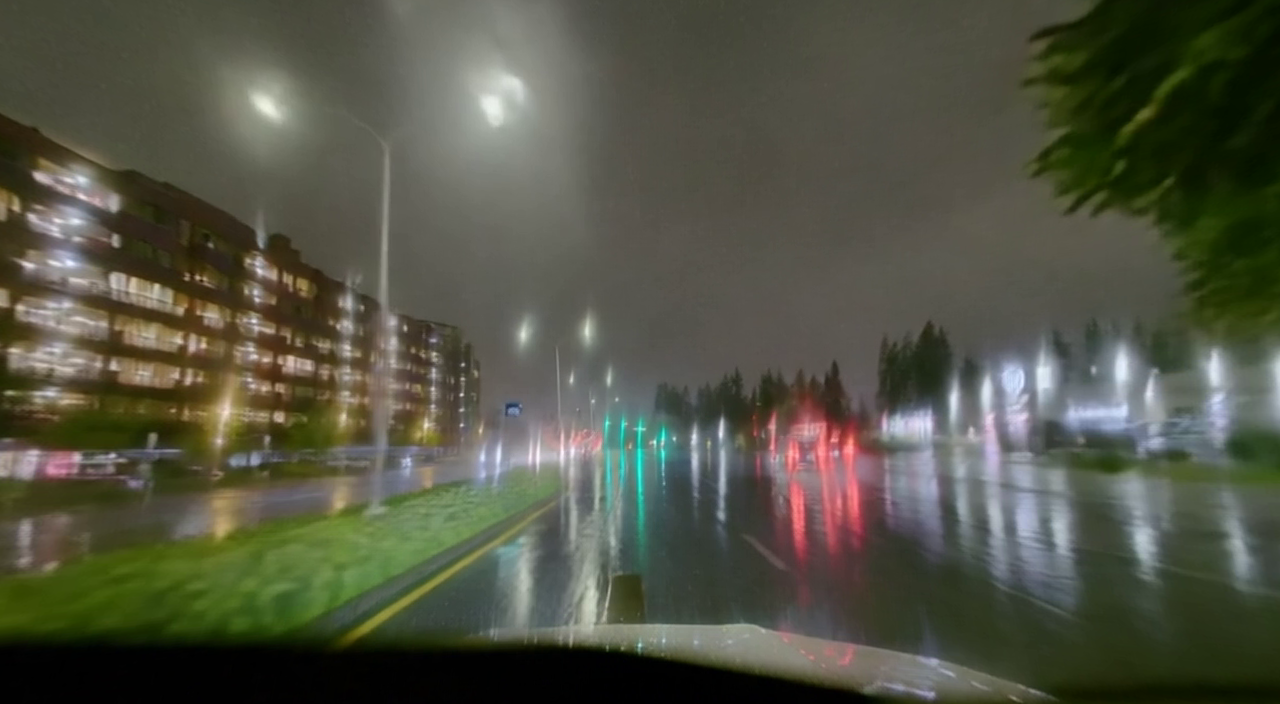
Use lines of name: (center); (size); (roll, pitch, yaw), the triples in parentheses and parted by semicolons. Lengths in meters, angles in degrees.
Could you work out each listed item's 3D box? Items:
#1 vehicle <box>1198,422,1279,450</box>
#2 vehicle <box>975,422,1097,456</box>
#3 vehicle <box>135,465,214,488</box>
vehicle: (33.595, 4.667, 34.771); (1.818, 1.427, 4.239); (0, -9, -1)
vehicle: (20.067, 4.450, 32.192); (4.745, 1.675, 2.096); (0, -9, 0)
vehicle: (-30.380, 8.115, 41.280); (3.705, 1.403, 1.762); (0, -9, 2)
